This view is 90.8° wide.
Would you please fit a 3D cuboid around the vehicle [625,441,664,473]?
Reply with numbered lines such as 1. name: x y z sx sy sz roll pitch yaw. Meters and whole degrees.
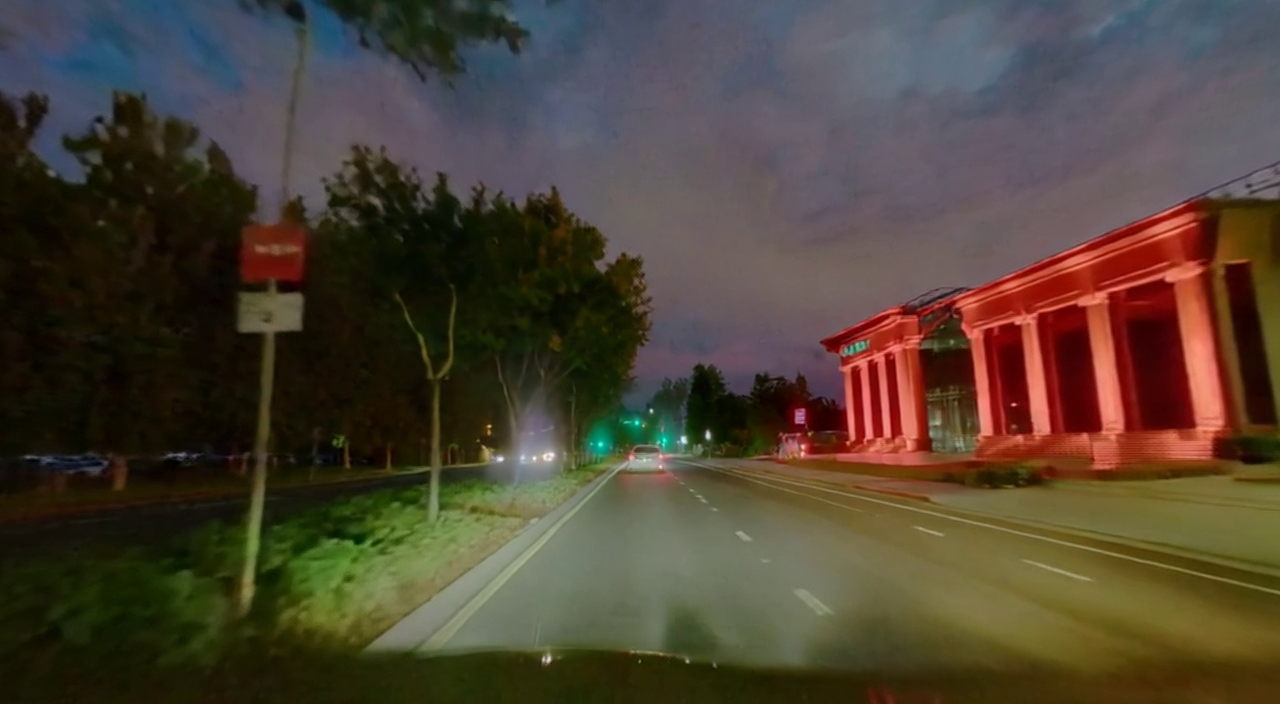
1. vehicle: 0.261 6.038 36.457 2.123 1.703 4.292 -1 -9 1
